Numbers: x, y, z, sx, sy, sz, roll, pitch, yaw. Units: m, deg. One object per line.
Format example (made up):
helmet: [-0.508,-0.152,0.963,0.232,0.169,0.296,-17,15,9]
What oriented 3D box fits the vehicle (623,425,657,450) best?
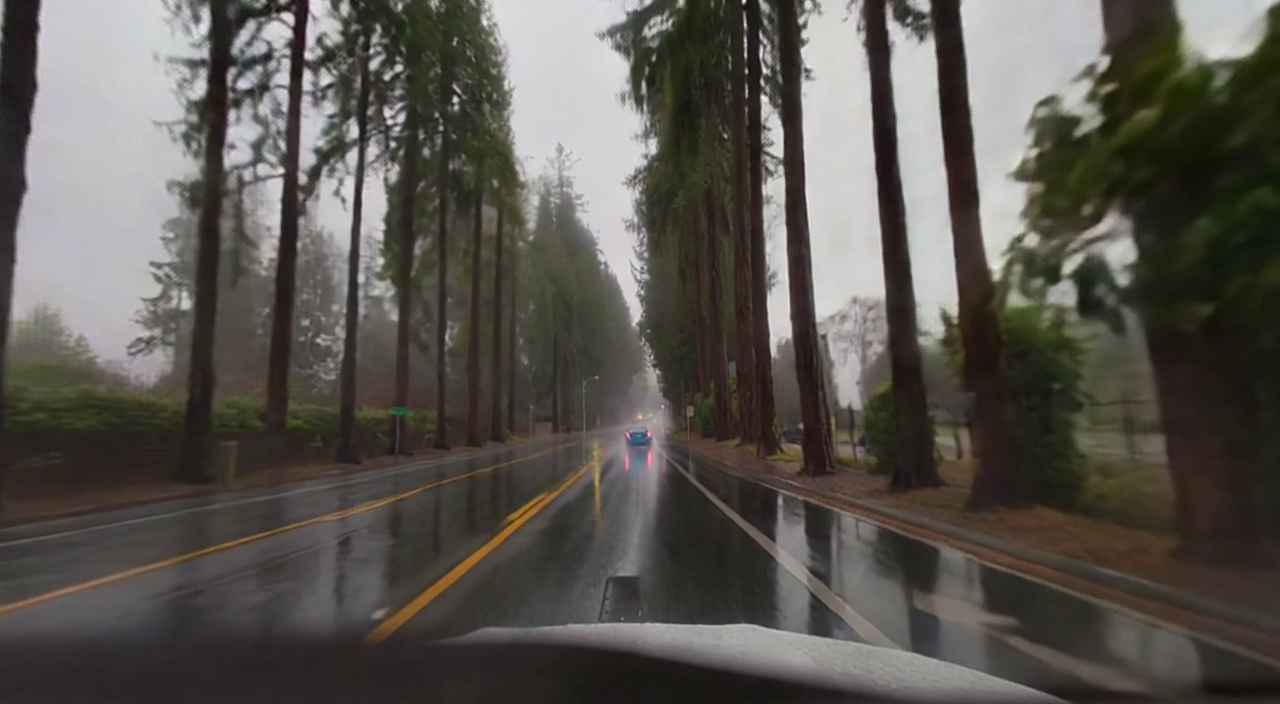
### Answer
vehicle: [-0.009,5.380,39.927,2.067,1.486,3.861,0,-8,0]
